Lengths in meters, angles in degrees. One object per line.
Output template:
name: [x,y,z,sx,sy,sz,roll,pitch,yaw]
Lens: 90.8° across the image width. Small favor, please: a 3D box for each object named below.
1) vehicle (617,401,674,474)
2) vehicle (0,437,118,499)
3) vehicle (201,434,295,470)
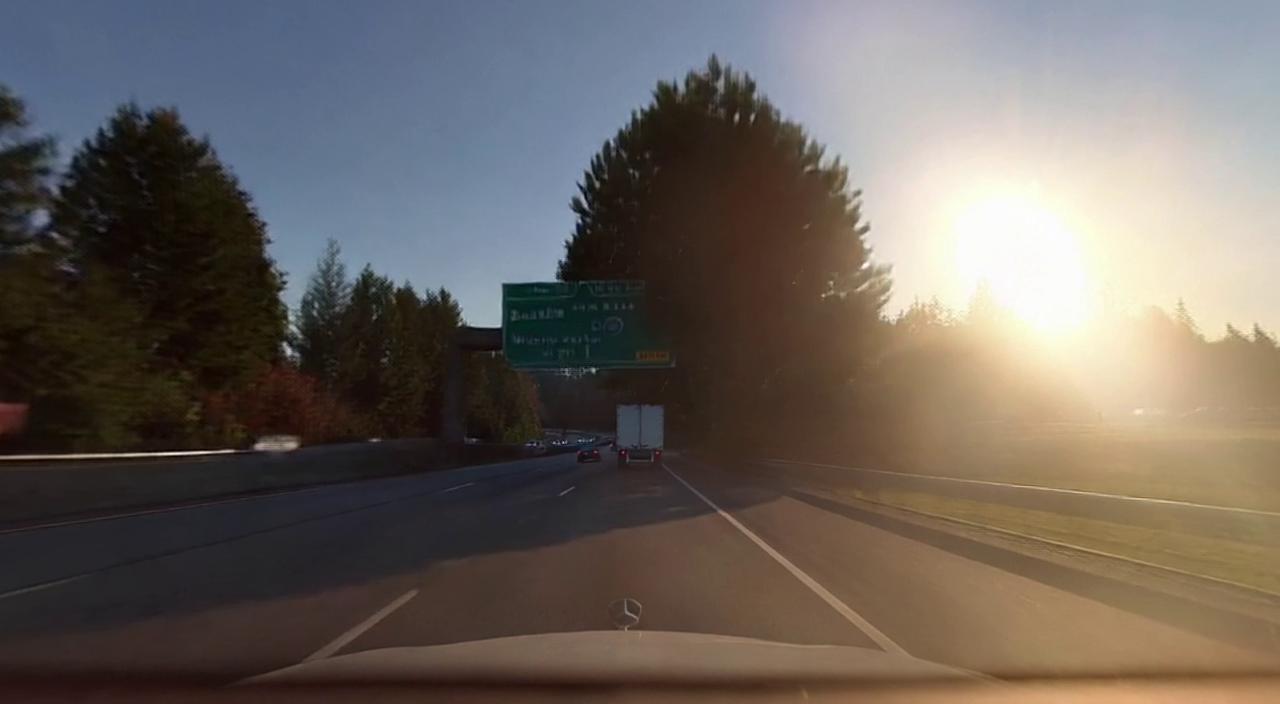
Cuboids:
vehicle: [0.138,5.429,39.134,2.976,3.800,12.335,0,-9,-1]
vehicle: [-16.302,2.966,16.210,1.897,1.464,4.483,0,-9,1]
vehicle: [-19.737,5.069,31.996,1.989,1.700,4.294,0,-9,0]
